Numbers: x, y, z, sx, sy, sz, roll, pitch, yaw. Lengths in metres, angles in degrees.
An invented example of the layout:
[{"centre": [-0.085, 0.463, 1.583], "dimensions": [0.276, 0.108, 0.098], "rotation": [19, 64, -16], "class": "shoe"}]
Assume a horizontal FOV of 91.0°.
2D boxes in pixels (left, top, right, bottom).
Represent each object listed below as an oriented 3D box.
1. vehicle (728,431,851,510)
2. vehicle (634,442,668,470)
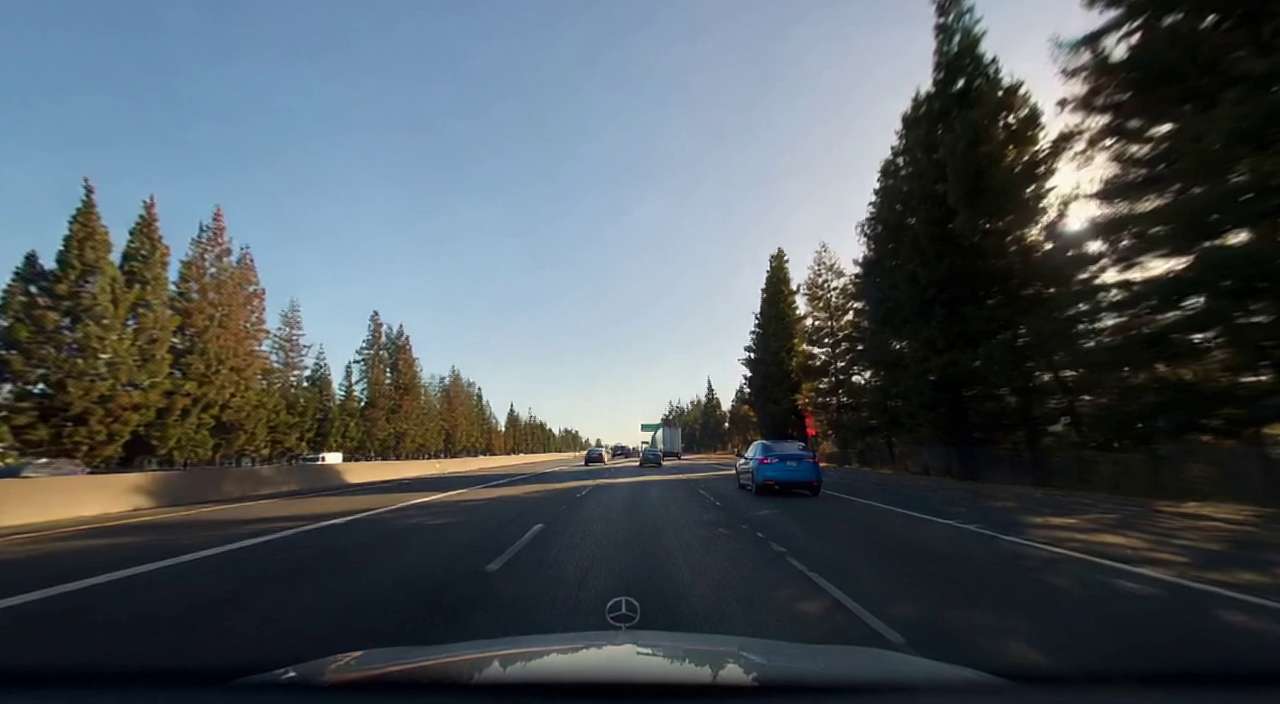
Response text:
[{"centre": [3.639, 2.981, 16.245], "dimensions": [2.082, 1.720, 4.393], "rotation": [0, -9, 0], "class": "vehicle"}, {"centre": [0.719, 7.055, 42.920], "dimensions": [2.205, 1.785, 4.423], "rotation": [0, -9, 0], "class": "vehicle"}]
